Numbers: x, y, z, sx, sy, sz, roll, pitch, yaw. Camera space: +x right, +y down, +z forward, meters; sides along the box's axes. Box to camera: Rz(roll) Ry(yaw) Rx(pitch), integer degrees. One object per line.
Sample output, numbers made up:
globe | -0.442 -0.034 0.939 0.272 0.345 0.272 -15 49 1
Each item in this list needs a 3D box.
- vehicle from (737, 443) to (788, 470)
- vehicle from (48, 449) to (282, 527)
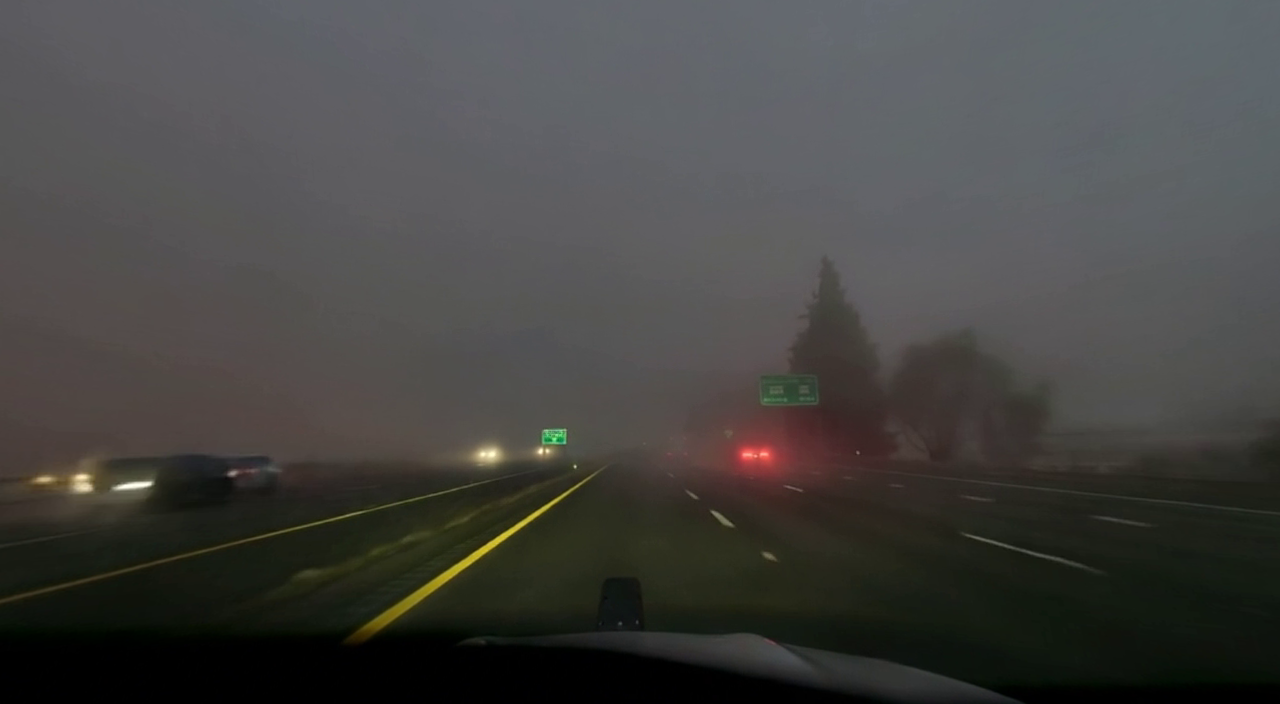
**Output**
vehicle | 6.948 5.979 36.315 2.009 1.456 4.097 0 -9 -2
vehicle | -10.974 3.126 15.177 2.125 1.503 4.530 0 -8 -1
